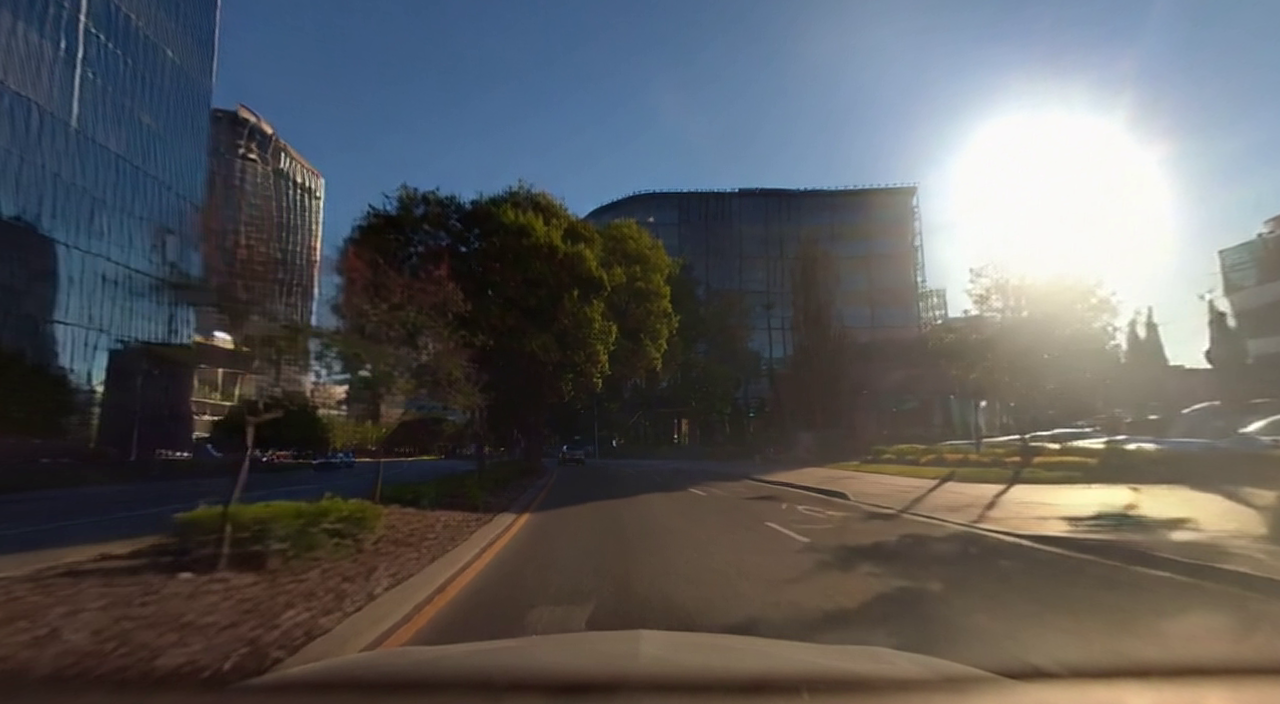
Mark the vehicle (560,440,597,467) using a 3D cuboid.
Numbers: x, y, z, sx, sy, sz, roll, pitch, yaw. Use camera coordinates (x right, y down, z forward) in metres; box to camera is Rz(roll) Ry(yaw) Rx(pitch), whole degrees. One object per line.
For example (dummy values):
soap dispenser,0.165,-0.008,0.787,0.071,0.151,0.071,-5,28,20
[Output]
vehicle,-4.586,7.405,46.104,2.129,1.816,4.851,2,-8,-12
